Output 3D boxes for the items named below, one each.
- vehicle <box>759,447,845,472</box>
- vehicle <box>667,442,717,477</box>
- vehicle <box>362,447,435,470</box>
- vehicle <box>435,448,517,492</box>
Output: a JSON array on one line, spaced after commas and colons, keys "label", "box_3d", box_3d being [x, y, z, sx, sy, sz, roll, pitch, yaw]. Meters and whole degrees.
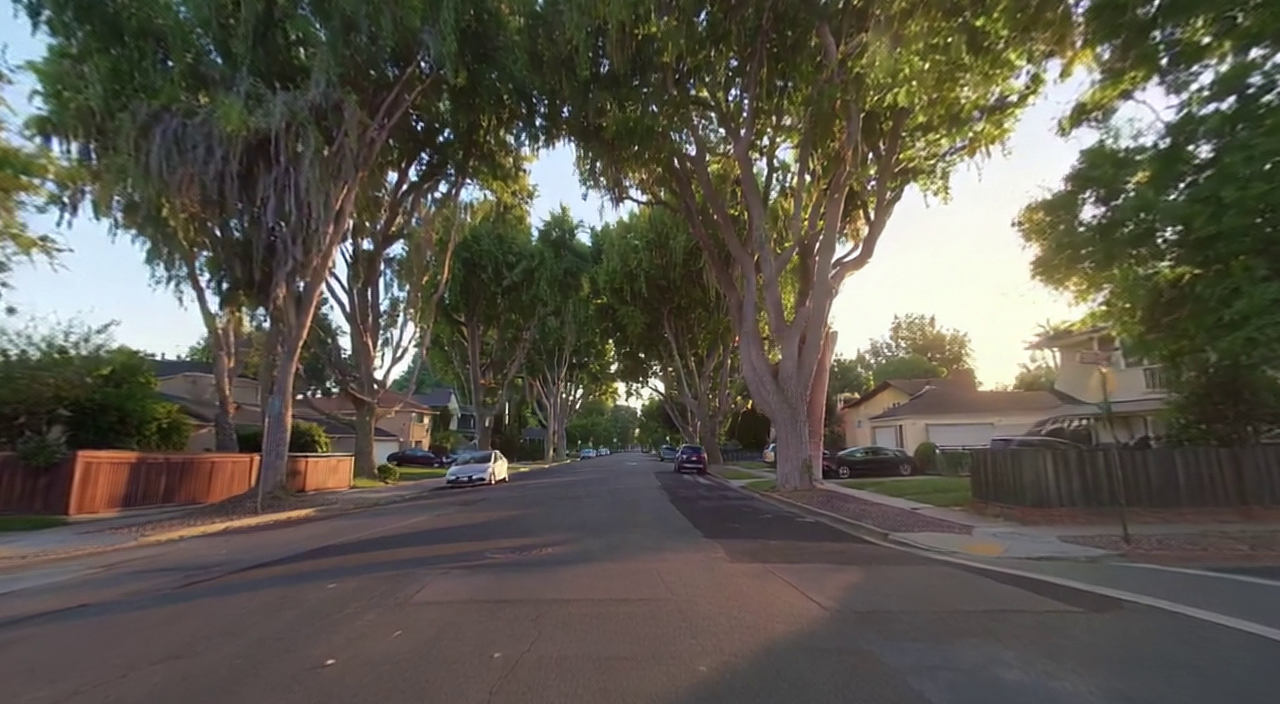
[{"label": "vehicle", "box_3d": [10.133, 6.756, 39.889, 5.041, 1.486, 1.969, -1, -8, 8]}, {"label": "vehicle", "box_3d": [2.896, 6.129, 36.352, 2.241, 1.875, 5.059, 1, -8, -2]}, {"label": "vehicle", "box_3d": [-16.561, 7.291, 43.439, 4.276, 1.463, 1.832, -1, -8, 6]}, {"label": "vehicle", "box_3d": [-6.609, 4.776, 25.960, 2.099, 1.399, 4.357, -4, -7, 1]}]
